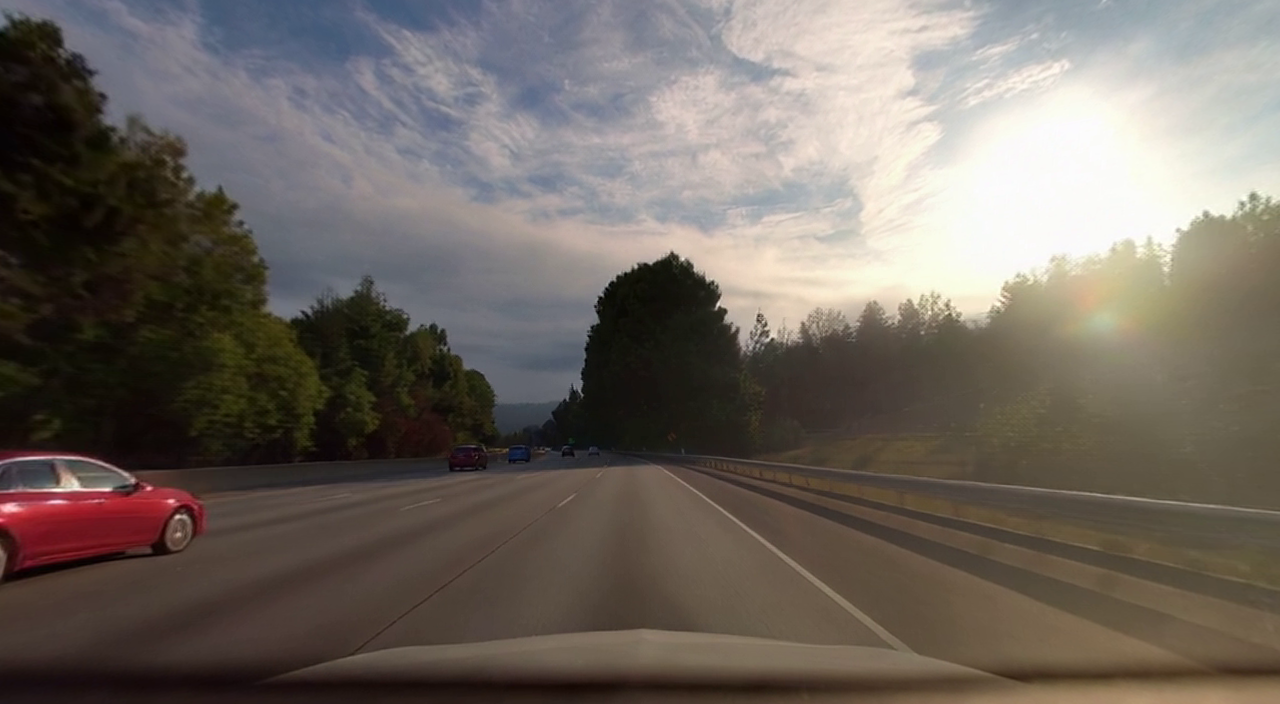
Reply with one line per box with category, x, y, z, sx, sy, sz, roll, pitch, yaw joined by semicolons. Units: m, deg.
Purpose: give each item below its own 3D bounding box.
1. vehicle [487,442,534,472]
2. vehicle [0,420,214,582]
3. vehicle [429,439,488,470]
vehicle;-7.827;6.374;38.402;2.060;1.680;4.255;0;-9;-2
vehicle;-7.450;1.586;6.939;2.133;1.586;4.869;0;-9;-1
vehicle;-12.071;6.834;42.275;2.425;1.926;5.584;0;-9;-2
